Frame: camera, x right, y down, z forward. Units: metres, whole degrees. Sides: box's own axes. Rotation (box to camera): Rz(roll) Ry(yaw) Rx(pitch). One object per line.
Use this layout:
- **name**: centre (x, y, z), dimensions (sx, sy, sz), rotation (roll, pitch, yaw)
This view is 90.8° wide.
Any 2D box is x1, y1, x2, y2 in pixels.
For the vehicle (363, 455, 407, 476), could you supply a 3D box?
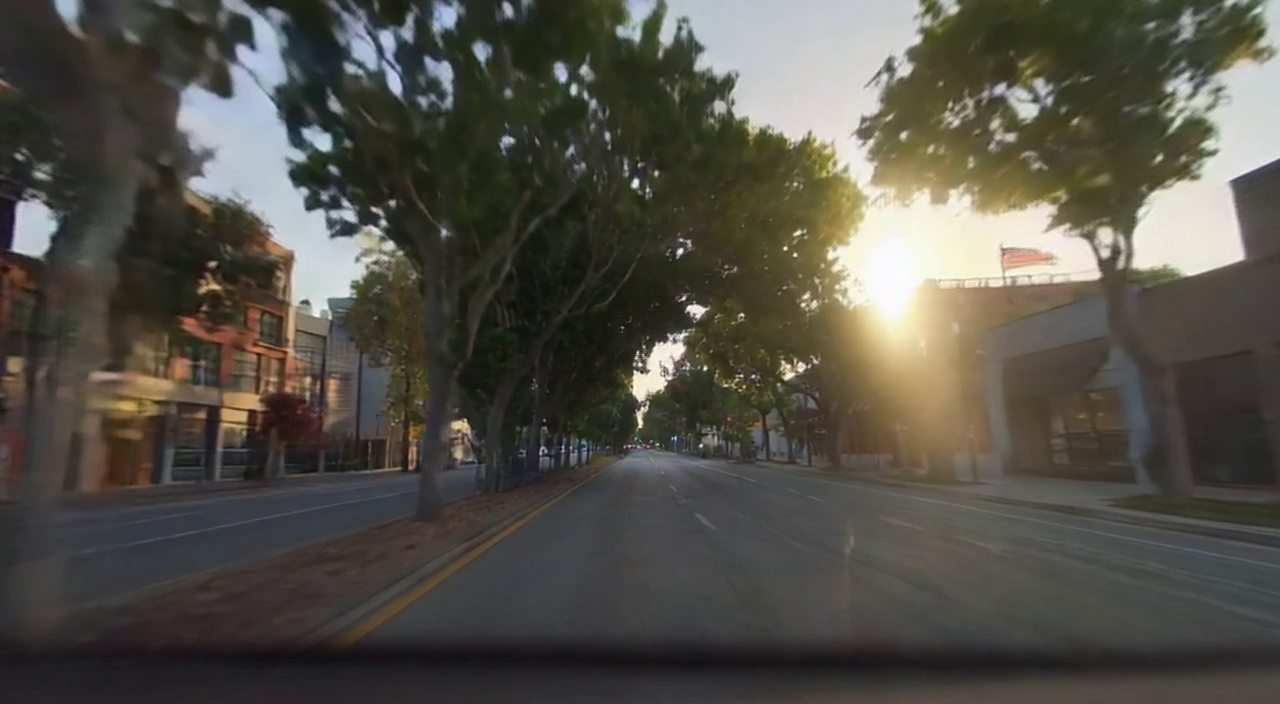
- **vehicle**: centre (-19.846, 8.810, 49.329), dimensions (1.855, 1.498, 3.587), rotation (0, -8, 1)
